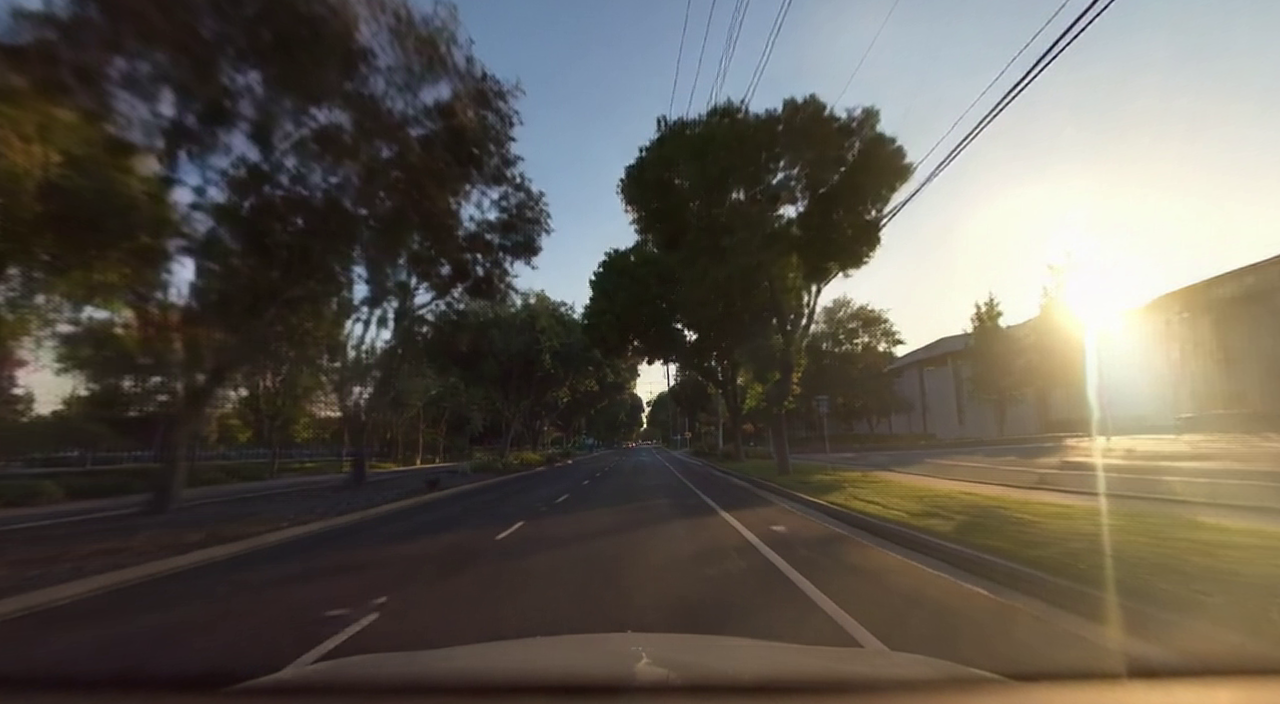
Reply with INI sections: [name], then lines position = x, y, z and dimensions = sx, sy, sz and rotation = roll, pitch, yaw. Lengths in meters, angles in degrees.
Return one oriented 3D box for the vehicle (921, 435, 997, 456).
[vehicle]
position = 22.261, 6.519, 44.086
dimensions = 4.271, 1.424, 1.941
rotation = 0, -8, 1
